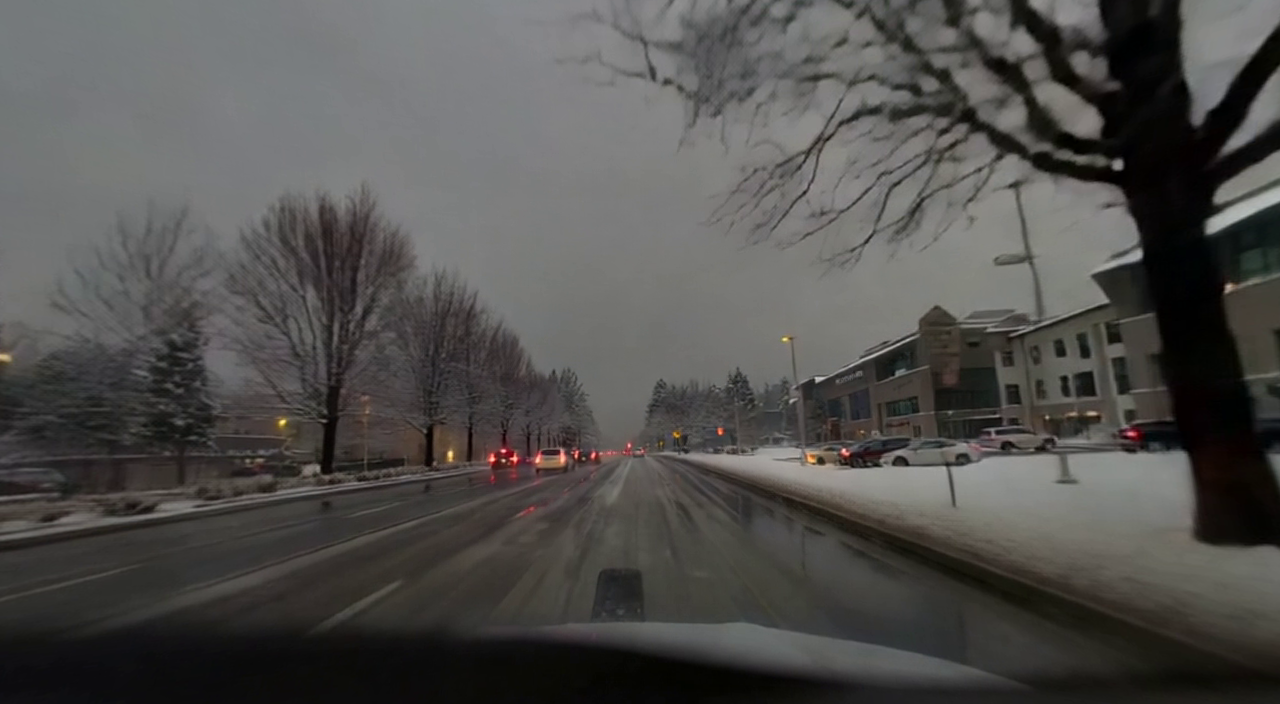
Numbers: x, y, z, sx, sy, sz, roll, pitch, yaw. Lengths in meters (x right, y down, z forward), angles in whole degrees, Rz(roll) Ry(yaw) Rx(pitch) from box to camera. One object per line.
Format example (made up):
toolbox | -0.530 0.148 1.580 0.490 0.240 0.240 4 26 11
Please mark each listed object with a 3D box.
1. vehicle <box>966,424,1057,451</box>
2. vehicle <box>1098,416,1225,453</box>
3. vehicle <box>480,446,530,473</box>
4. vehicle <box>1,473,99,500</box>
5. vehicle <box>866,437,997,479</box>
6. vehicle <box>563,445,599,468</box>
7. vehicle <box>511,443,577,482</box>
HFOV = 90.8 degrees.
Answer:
vehicle | 25.480 5.894 43.452 4.939 1.818 1.989 1 -8 -1
vehicle | 25.121 4.013 30.563 4.154 1.662 2.113 -1 -8 1
vehicle | -8.169 6.501 38.596 1.976 1.497 4.709 0 -8 1
vehicle | -37.075 8.460 39.781 4.232 1.578 1.759 1 -9 -2
vehicle | 12.991 4.740 28.395 4.790 1.439 2.034 -5 -8 1
vehicle | -3.900 6.958 42.244 1.971 1.414 4.317 0 -8 1
vehicle | -3.962 4.636 26.969 2.011 1.483 4.596 0 -8 1
